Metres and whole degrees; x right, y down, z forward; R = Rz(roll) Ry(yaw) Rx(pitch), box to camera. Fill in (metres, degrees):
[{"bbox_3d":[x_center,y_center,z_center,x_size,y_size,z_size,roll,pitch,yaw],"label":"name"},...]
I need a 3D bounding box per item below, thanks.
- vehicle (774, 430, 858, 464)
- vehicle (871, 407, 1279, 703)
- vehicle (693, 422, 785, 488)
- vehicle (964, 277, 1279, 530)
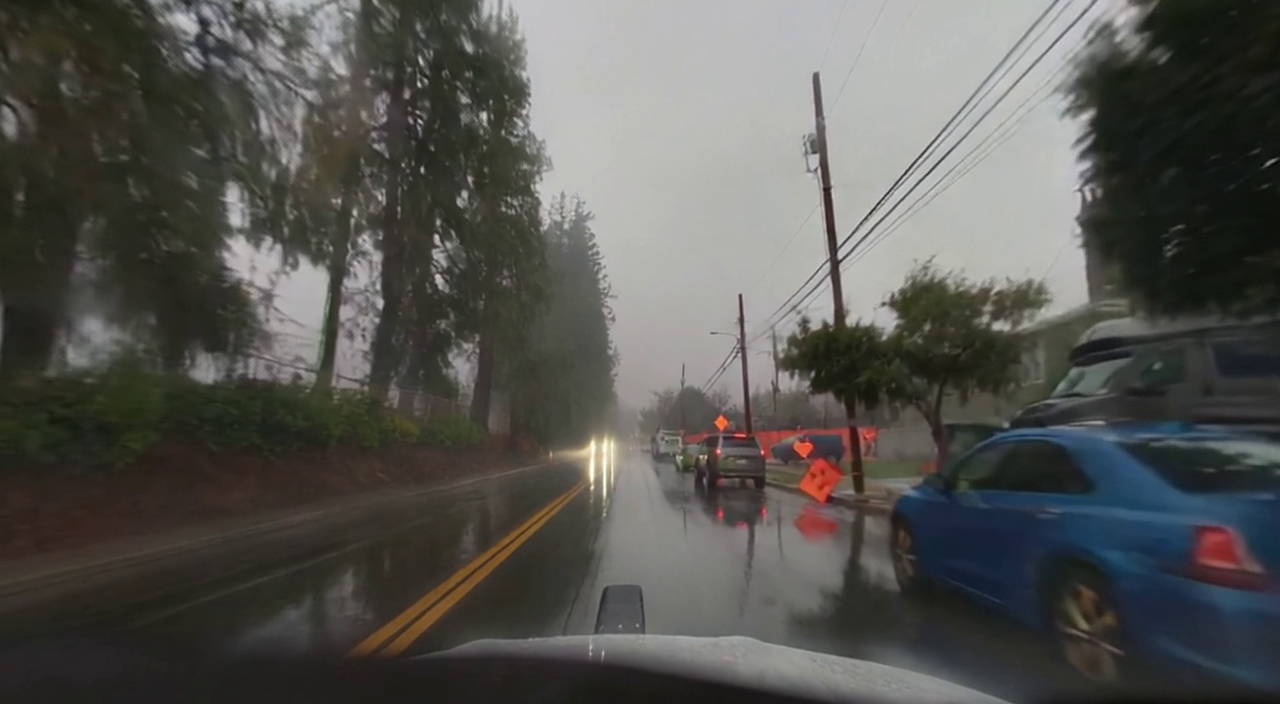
[{"bbox_3d":[11.036,5.994,39.914,4.633,2.059,2.050,0,-9,2],"label":"vehicle"},{"bbox_3d":[3.318,1.154,3.719,1.959,1.459,4.860,0,-9,-2],"label":"vehicle"},{"bbox_3d":[3.156,3.477,21.424,2.293,1.957,4.934,0,-9,0],"label":"vehicle"},{"bbox_3d":[10.004,0.852,9.835,8.030,3.331,3.152,0,-8,2],"label":"vehicle"}]
